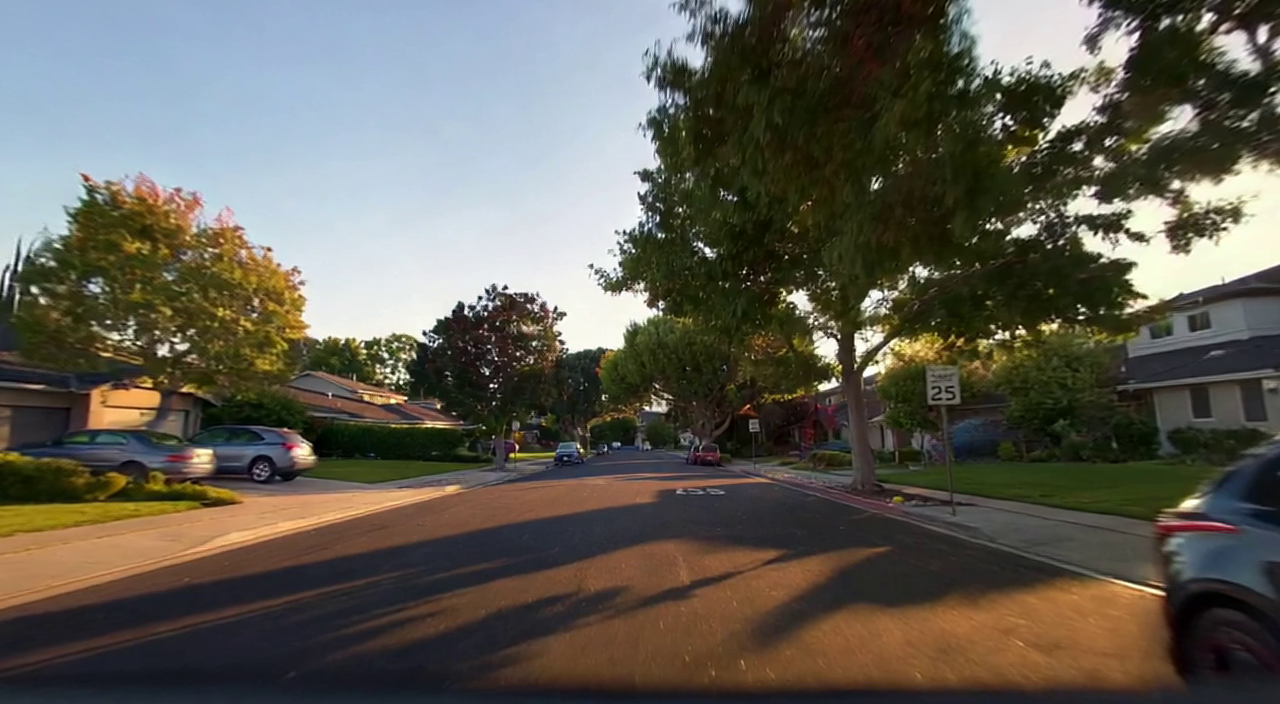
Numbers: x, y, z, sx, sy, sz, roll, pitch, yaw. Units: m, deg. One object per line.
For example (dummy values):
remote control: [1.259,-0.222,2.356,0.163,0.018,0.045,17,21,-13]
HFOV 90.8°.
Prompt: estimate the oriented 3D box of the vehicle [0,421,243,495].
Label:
vehicle: [-12.360,2.465,14.814,4.669,1.606,2.008,0,-9,-1]

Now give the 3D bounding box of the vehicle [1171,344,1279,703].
vehicle: [4.208,0.552,0.265,2.413,1.883,5.992,1,-8,-5]

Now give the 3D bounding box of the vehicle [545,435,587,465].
vehicle: [-5.264,7.074,45.535,2.322,1.949,5.695,-1,-9,0]

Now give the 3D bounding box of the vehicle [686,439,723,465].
vehicle: [4.490,7.054,44.598,2.033,1.730,4.554,0,-9,-1]
